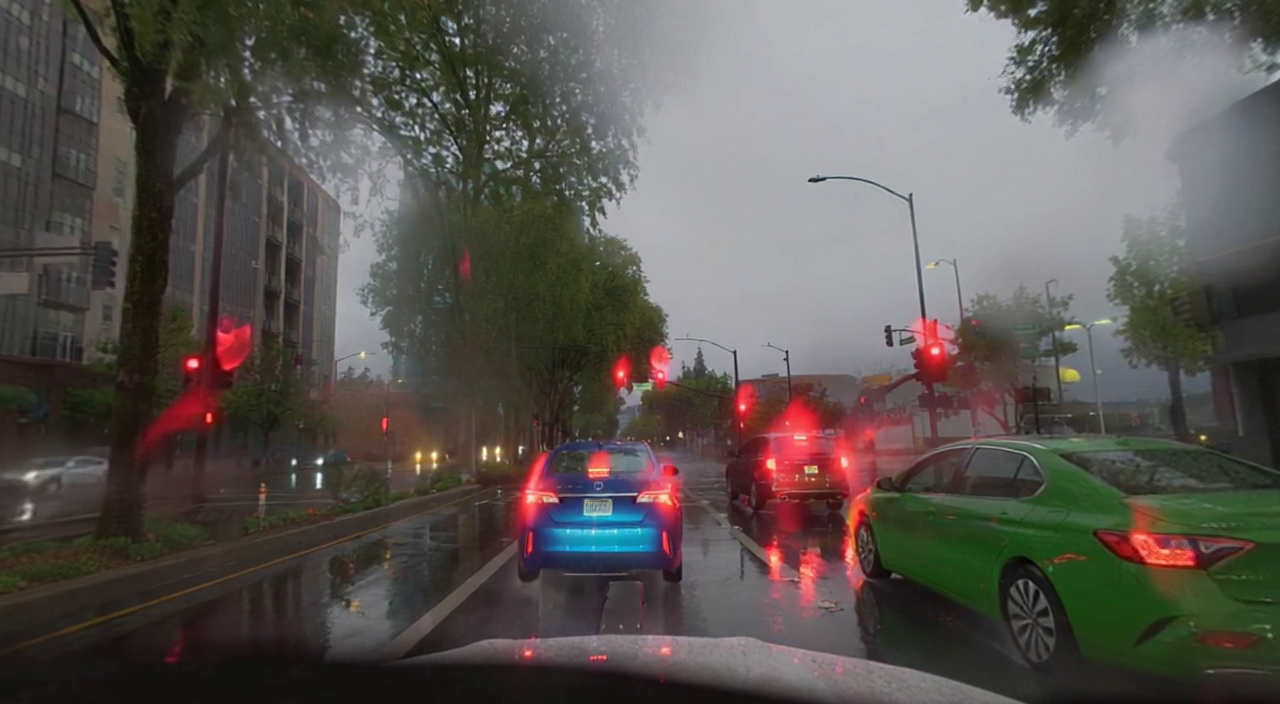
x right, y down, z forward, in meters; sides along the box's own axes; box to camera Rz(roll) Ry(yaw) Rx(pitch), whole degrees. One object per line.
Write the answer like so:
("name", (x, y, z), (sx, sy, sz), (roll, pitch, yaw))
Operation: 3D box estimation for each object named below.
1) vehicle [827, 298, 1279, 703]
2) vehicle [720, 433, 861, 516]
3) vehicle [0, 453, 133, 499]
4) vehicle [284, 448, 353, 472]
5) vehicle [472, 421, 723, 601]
("vehicle", (3.572, 1.104, 5.050), (2.572, 1.945, 5.065), (0, -8, 0))
("vehicle", (3.148, 2.667, 14.328), (2.026, 1.549, 4.559), (0, -8, -1))
("vehicle", (-21.883, 4.600, 23.828), (1.863, 1.496, 4.389), (0, -8, -1))
("vehicle", (-21.660, 7.278, 42.825), (2.091, 1.534, 4.846), (0, -8, 0))
("vehicle", (-0.383, 1.651, 7.404), (2.143, 1.520, 3.848), (0, -8, -1))
